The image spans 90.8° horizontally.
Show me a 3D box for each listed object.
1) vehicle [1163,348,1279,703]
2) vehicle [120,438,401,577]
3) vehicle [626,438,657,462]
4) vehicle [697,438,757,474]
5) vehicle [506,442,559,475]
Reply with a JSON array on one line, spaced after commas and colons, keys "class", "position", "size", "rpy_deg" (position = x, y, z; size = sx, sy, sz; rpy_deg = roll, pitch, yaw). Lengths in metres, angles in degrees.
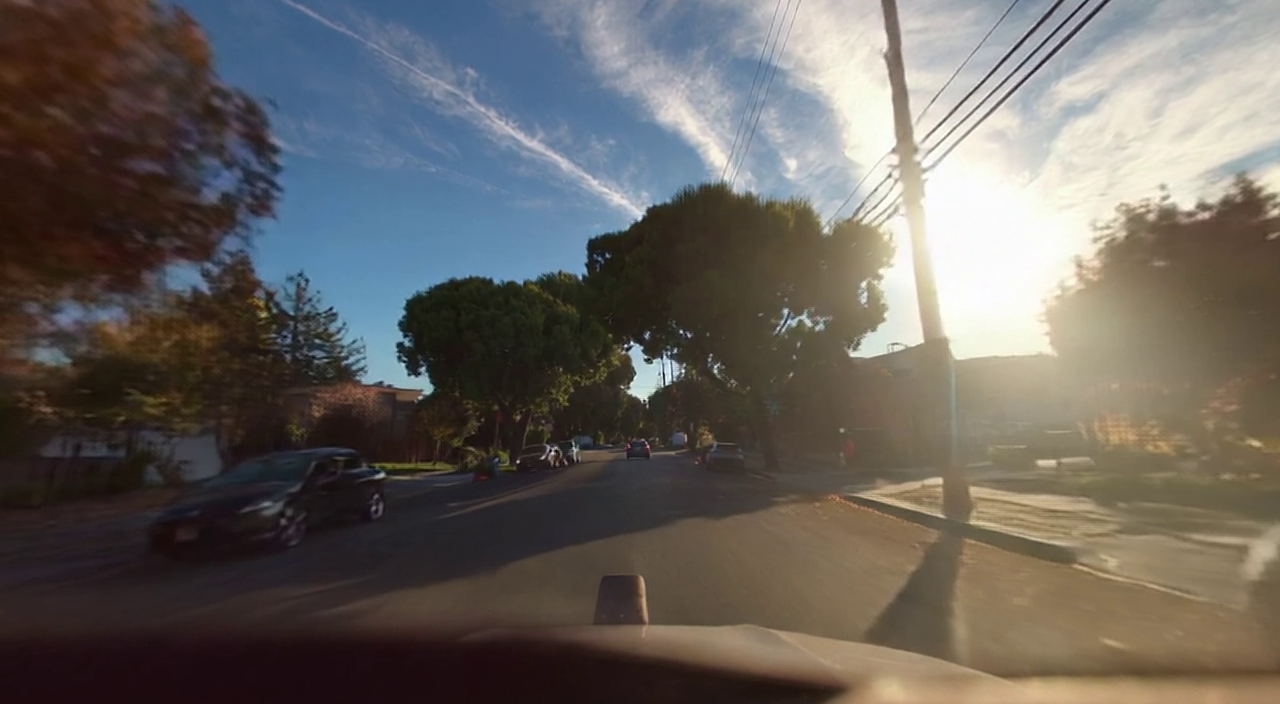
[{"class": "vehicle", "position": [3.842, 0.600, 1.088], "size": [2.108, 1.719, 4.339], "rpy_deg": [0, -8, 0]}, {"class": "vehicle", "position": [-5.958, 2.388, 10.843], "size": [1.769, 1.572, 4.990], "rpy_deg": [-4, -6, 0]}, {"class": "vehicle", "position": [0.081, 6.764, 43.605], "size": [2.062, 1.509, 4.305], "rpy_deg": [0, -8, -1]}, {"class": "vehicle", "position": [4.081, 4.927, 30.366], "size": [2.144, 1.572, 5.026], "rpy_deg": [0, -8, 0]}, {"class": "vehicle", "position": [-5.984, 5.967, 35.806], "size": [2.094, 1.433, 5.740], "rpy_deg": [-4, -7, -2]}]
